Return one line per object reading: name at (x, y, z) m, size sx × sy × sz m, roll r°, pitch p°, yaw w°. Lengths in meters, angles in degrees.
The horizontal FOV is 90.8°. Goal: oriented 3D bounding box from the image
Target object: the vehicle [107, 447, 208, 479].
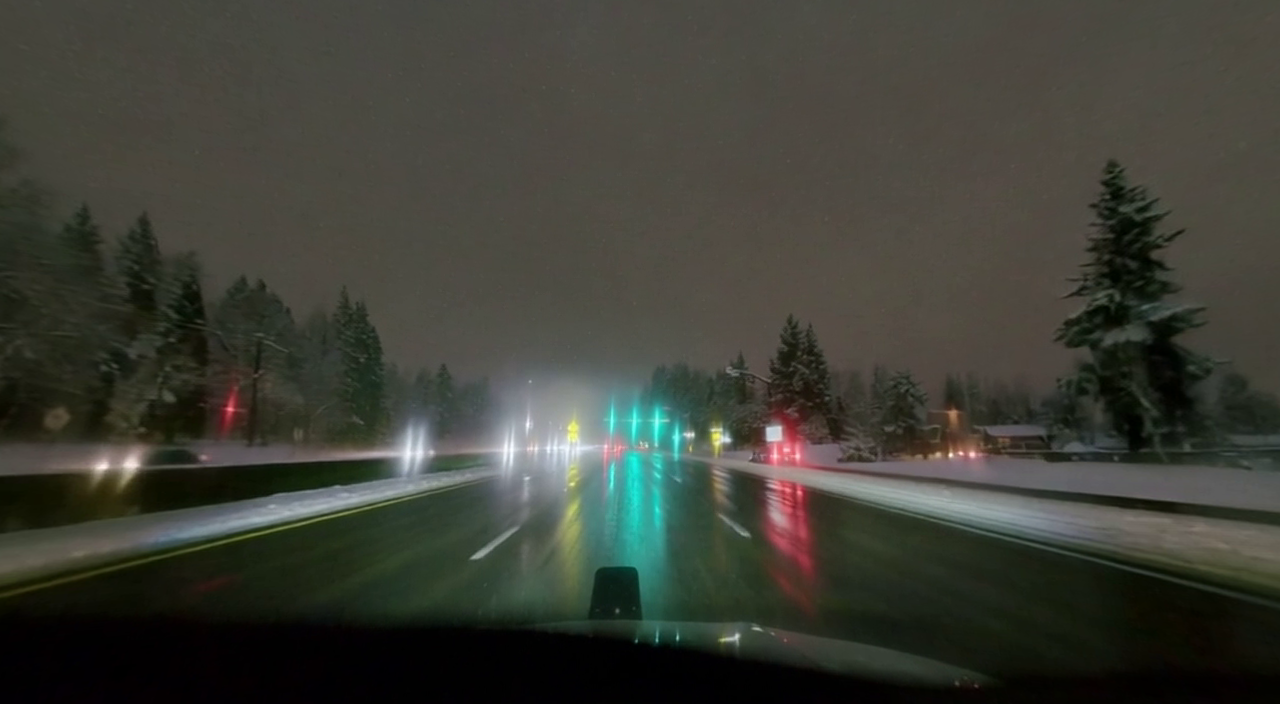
vehicle at (-24.945, 5.734, 32.847) m, size 1.843 × 1.518 × 4.264 m, roll 0°, pitch -9°, yaw 0°
